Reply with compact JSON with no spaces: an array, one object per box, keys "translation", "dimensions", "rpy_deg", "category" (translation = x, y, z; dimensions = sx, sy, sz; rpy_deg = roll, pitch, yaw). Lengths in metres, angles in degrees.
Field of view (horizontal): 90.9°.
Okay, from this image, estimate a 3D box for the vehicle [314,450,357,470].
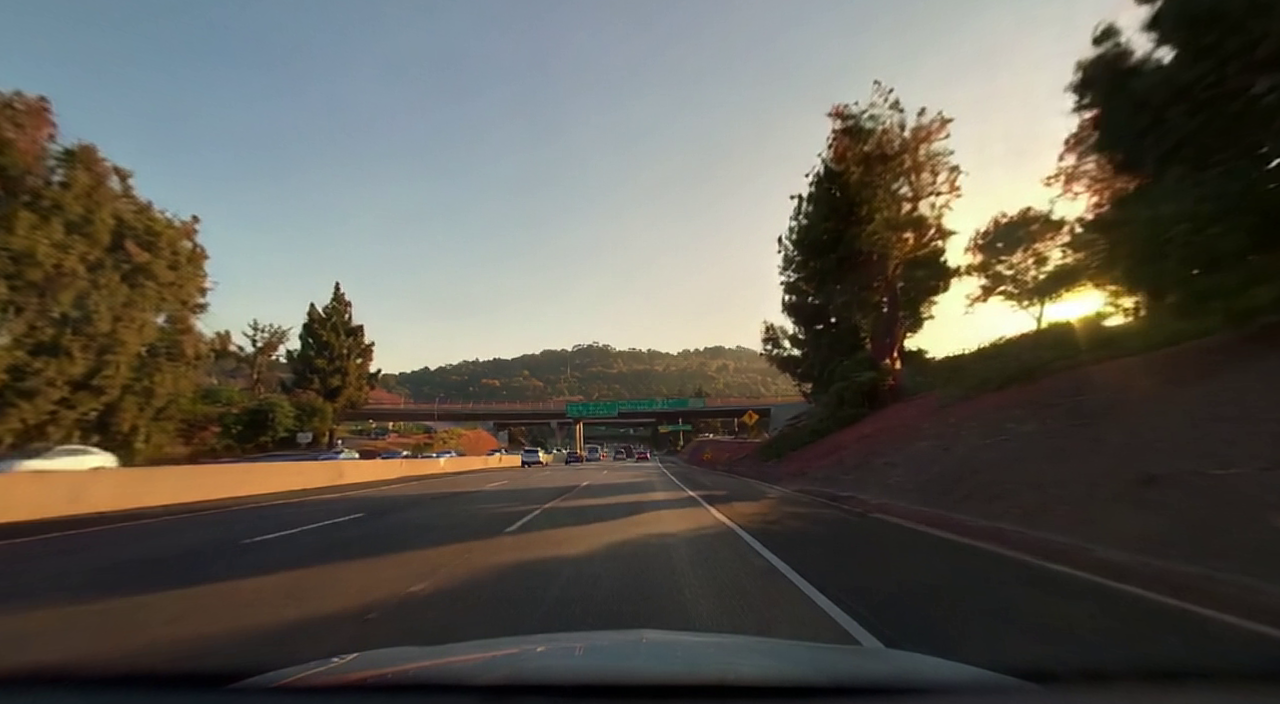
[{"translation":[-20.785,7.373,43.139],"dimensions":[1.447,1.320,3.188],"rpy_deg":[1,-9,-3],"category":"vehicle"}]
